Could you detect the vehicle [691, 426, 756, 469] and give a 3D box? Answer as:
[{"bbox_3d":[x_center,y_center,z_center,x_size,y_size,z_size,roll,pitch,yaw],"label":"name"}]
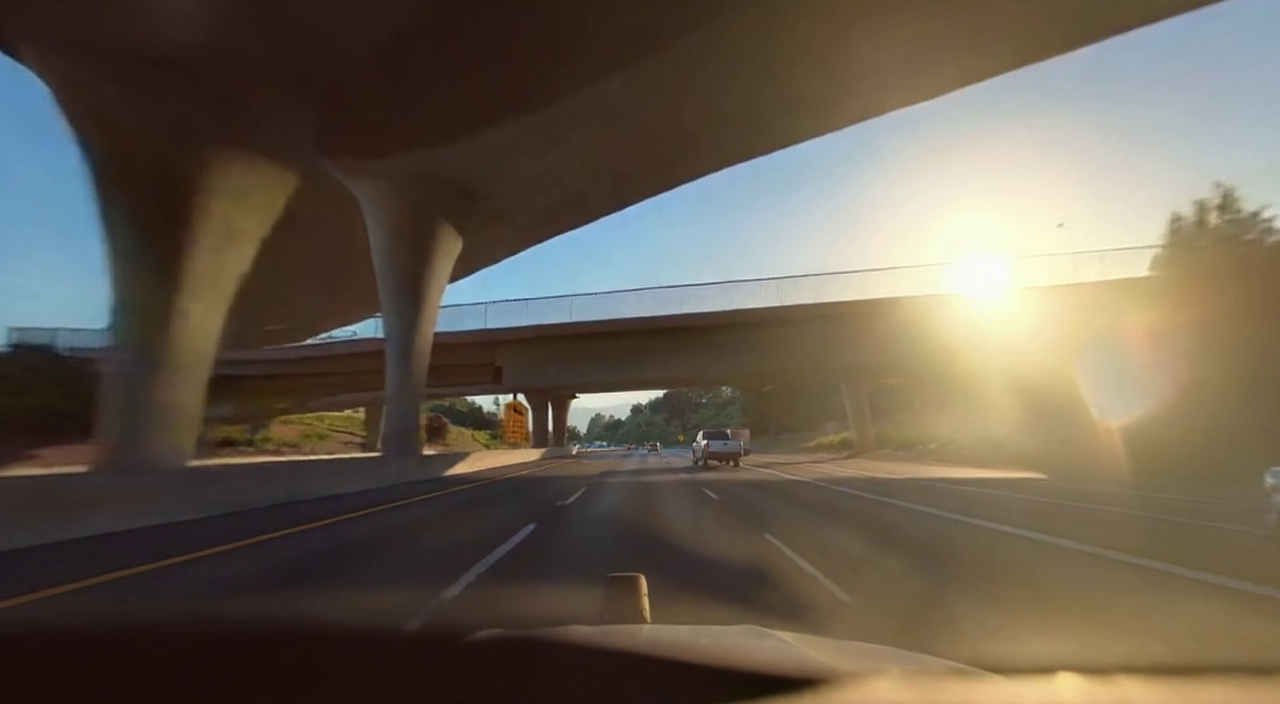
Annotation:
[{"bbox_3d":[4.188,4.965,32.733,2.505,2.020,5.532,0,-8,-1],"label":"vehicle"}]
